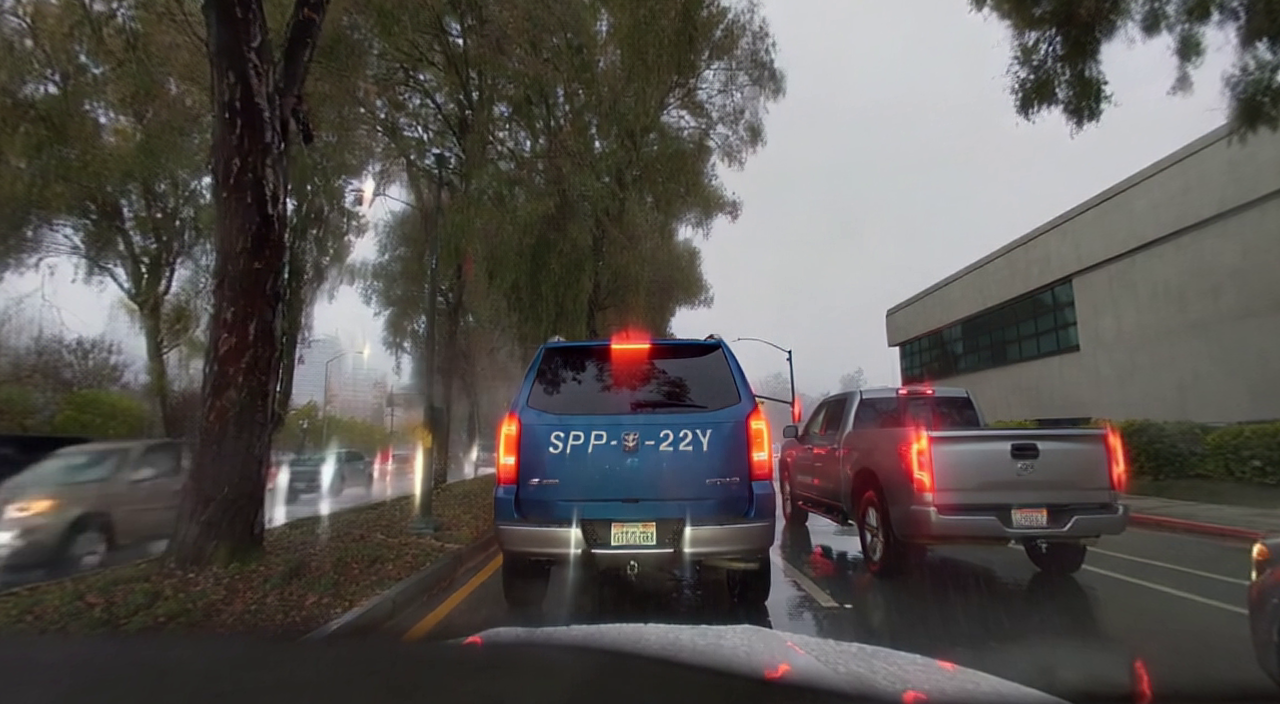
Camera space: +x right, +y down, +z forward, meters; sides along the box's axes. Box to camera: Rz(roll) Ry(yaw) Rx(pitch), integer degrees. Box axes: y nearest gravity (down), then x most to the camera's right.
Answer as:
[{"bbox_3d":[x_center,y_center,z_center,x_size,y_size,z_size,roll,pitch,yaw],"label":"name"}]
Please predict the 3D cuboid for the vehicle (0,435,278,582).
[{"bbox_3d":[-9.124,2.572,11.403,2.126,2.027,5.018,0,-8,0],"label":"vehicle"}]

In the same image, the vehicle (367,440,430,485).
[{"bbox_3d":[-15.560,7.111,40.916,1.924,2.730,5.024,0,-8,2],"label":"vehicle"}]

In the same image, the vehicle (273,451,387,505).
[{"bbox_3d":[-12.133,4.917,25.123,1.965,1.897,4.821,0,-8,1],"label":"vehicle"}]

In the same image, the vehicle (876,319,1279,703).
[{"bbox_3d":[3.085,0.984,3.470,2.022,1.700,4.410,0,-8,3],"label":"vehicle"}]

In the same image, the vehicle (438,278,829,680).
[{"bbox_3d":[0.015,1.034,5.982,2.267,2.372,4.366,0,-8,2],"label":"vehicle"}]
